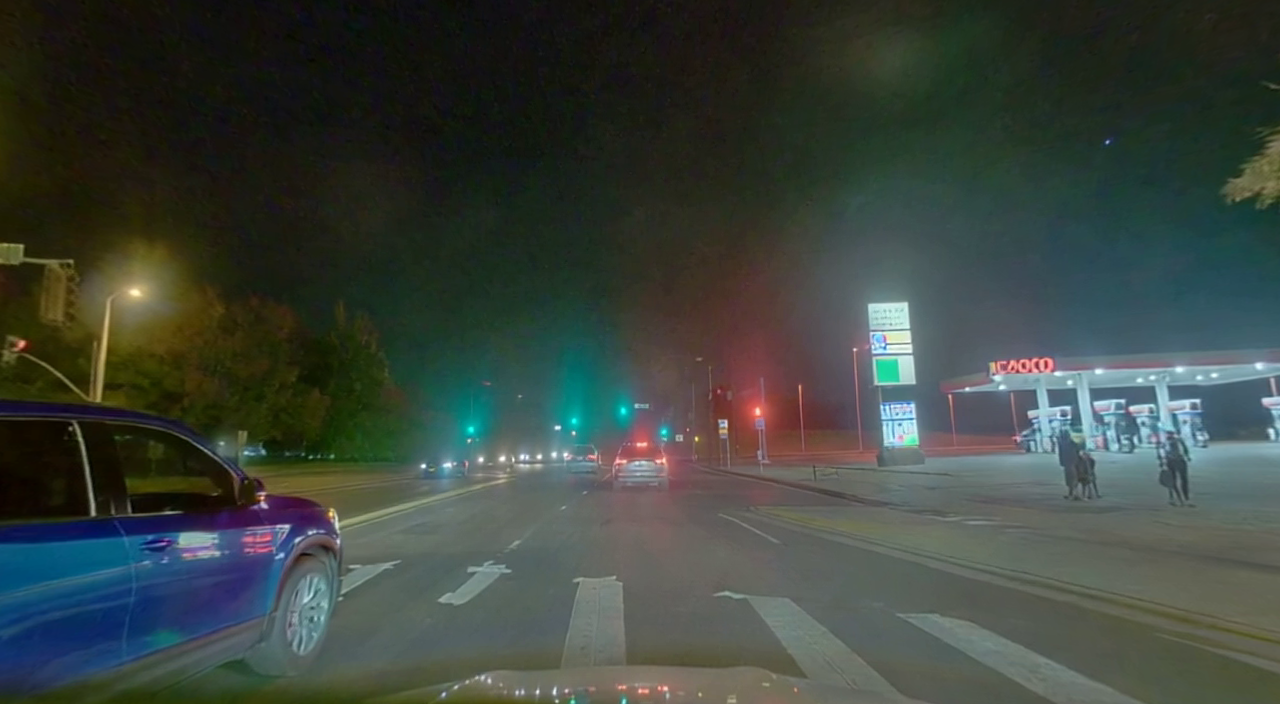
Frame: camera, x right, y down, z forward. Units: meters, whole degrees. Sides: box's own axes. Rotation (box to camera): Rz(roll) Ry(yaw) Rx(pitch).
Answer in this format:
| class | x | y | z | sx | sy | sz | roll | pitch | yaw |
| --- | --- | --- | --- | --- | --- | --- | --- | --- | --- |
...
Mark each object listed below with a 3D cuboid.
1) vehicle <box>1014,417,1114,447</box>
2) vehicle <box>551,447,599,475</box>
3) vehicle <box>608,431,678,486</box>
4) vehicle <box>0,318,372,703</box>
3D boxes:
| class | x | y | z | sx | sy | sz | roll | pitch | yaw |
| --- | --- | --- | --- | --- | --- | --- | --- | --- | --- |
| vehicle | 28.315 | 5.392 | 42.177 | 5.102 | 1.893 | 2.120 | 0 | -9 | -1 |
| vehicle | -3.668 | 6.293 | 36.584 | 2.192 | 1.458 | 4.594 | 0 | -8 | 1 |
| vehicle | 0.050 | 4.314 | 25.856 | 2.552 | 1.999 | 5.498 | 0 | -8 | -1 |
| vehicle | -3.104 | 0.805 | 2.156 | 2.247 | 1.734 | 4.919 | 0 | -8 | -1 |
